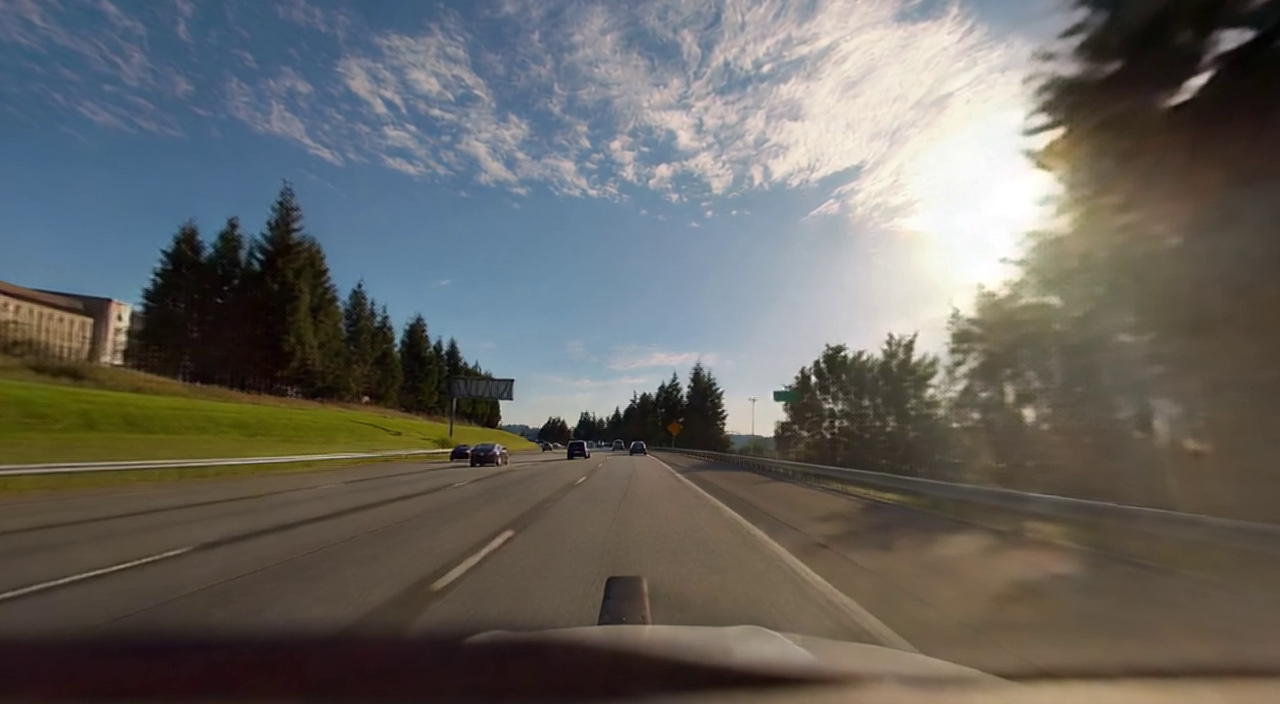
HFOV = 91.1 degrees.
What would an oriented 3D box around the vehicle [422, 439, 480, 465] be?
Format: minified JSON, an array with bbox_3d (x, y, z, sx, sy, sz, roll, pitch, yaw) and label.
[{"bbox_3d":[-11.679,6.208,39.156,2.100,1.537,5.092,0,-8,-1],"label":"vehicle"}]

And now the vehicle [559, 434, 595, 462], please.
[{"bbox_3d":[-4.345,6.691,43.946,2.138,1.833,4.622,0,-8,-1],"label":"vehicle"}]

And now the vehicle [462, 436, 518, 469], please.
[{"bbox_3d":[-8.035,5.409,34.025,2.015,1.651,4.432,0,-8,-1],"label":"vehicle"}]
